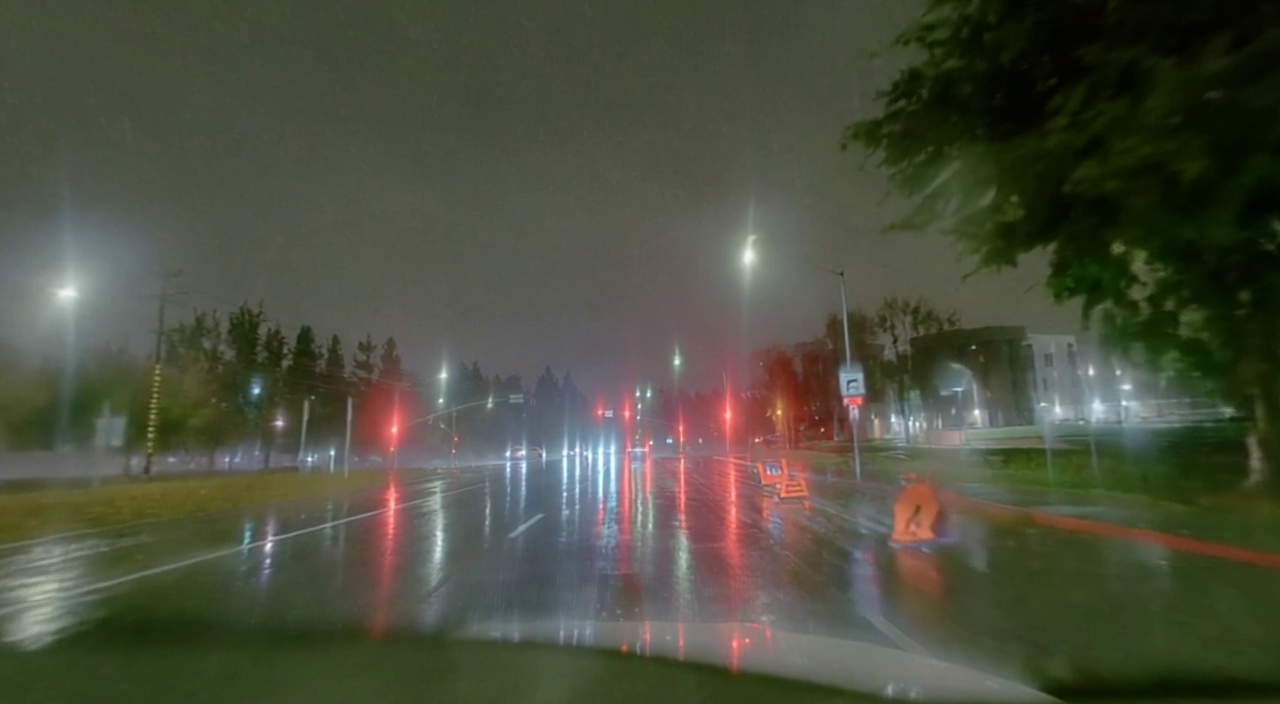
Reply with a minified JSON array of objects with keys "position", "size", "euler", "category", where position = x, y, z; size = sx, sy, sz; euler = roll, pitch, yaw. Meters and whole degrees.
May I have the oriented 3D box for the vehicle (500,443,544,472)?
[{"position":[-6.811,6.143,36.938],"size":[1.869,1.570,4.064],"euler":[0,-8,-1],"category":"vehicle"}]
